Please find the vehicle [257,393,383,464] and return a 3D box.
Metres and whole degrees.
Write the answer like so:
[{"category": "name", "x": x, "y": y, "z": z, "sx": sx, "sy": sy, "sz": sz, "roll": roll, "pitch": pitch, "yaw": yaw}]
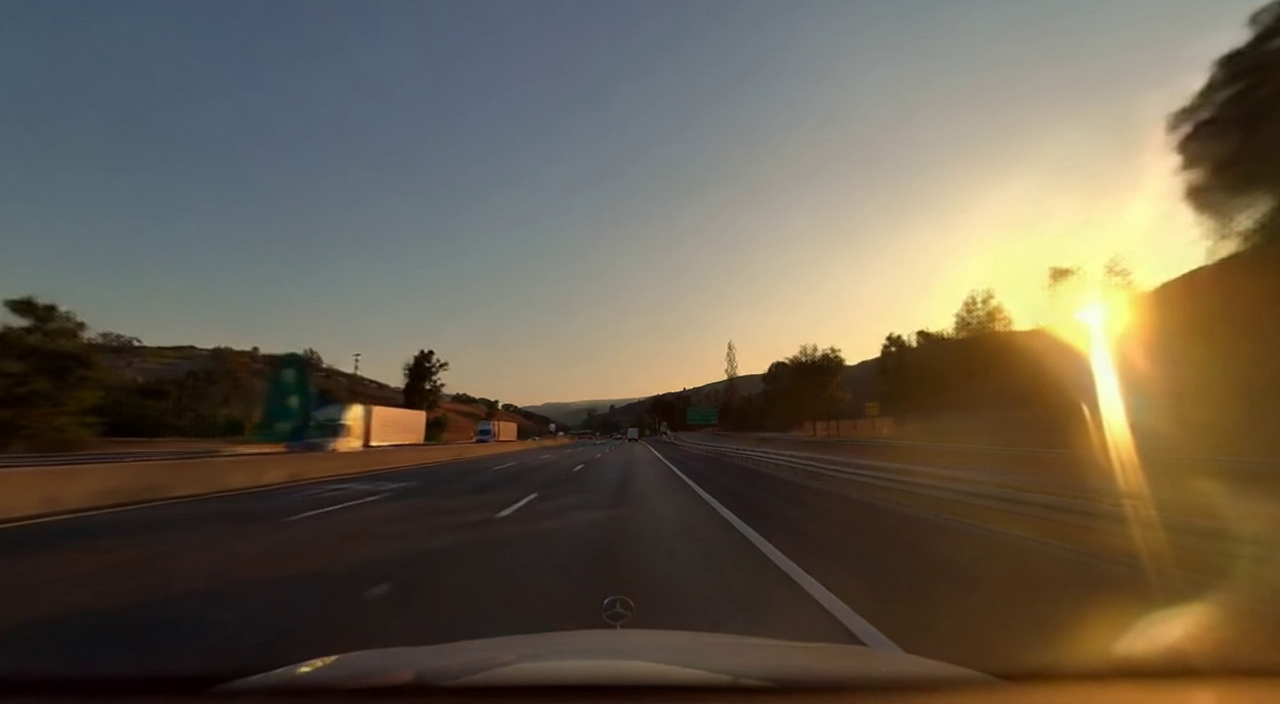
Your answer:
[{"category": "vehicle", "x": -20.233, "y": 5.008, "z": 40.722, "sx": 2.979, "sy": 3.983, "sz": 9.941, "roll": 0, "pitch": -8, "yaw": -1}]
